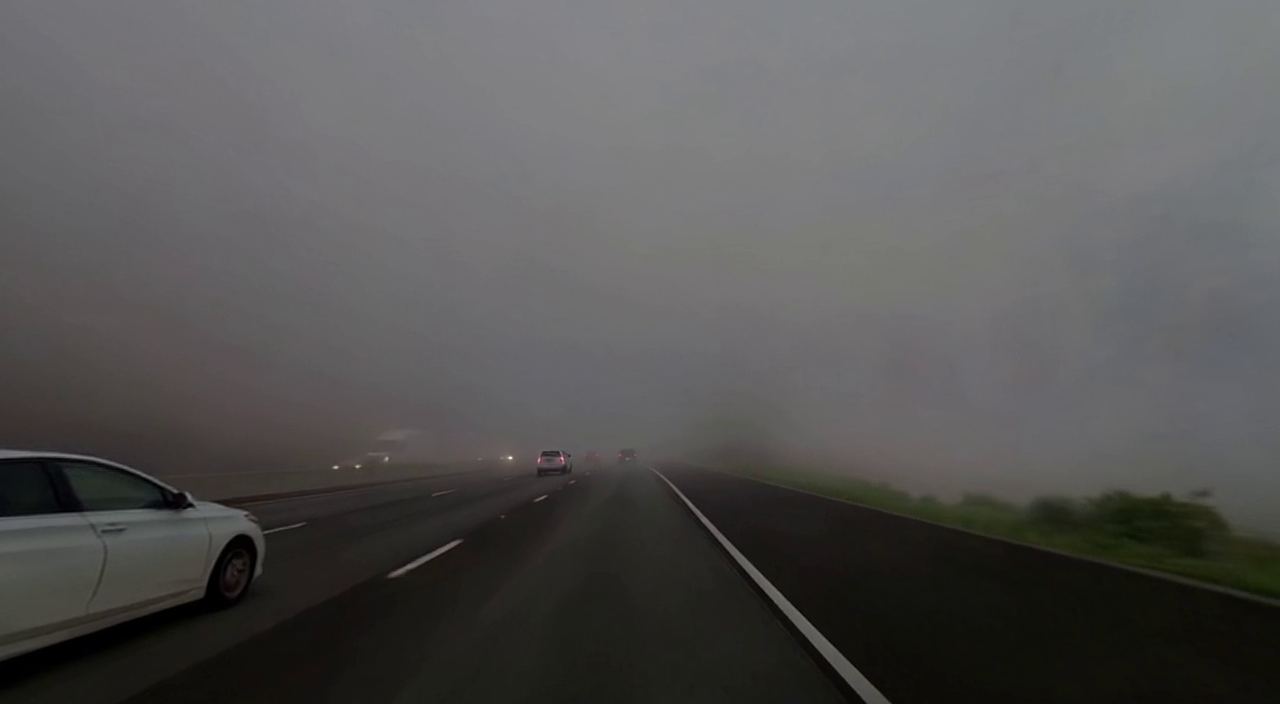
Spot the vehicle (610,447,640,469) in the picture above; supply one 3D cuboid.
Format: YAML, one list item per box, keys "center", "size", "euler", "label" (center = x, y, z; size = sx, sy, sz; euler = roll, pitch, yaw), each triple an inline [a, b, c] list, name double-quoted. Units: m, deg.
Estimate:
- center: [-1.073, 7.644, 45.217]
  size: [2.023, 1.479, 3.718]
  euler: [0, -9, -1]
  label: "vehicle"

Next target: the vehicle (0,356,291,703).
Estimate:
- center: [-3.997, 0.935, 2.944]
  size: [2.074, 1.779, 4.588]
  euler: [0, -9, -1]
  label: "vehicle"

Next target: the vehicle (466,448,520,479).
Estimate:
- center: [-7.683, 5.845, 33.142]
  size: [1.936, 1.516, 3.904]
  euler: [0, -9, 0]
  label: "vehicle"

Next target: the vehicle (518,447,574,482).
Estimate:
- center: [-4.271, 5.163, 29.028]
  size: [1.988, 1.477, 4.118]
  euler: [0, -9, -1]
  label: "vehicle"
